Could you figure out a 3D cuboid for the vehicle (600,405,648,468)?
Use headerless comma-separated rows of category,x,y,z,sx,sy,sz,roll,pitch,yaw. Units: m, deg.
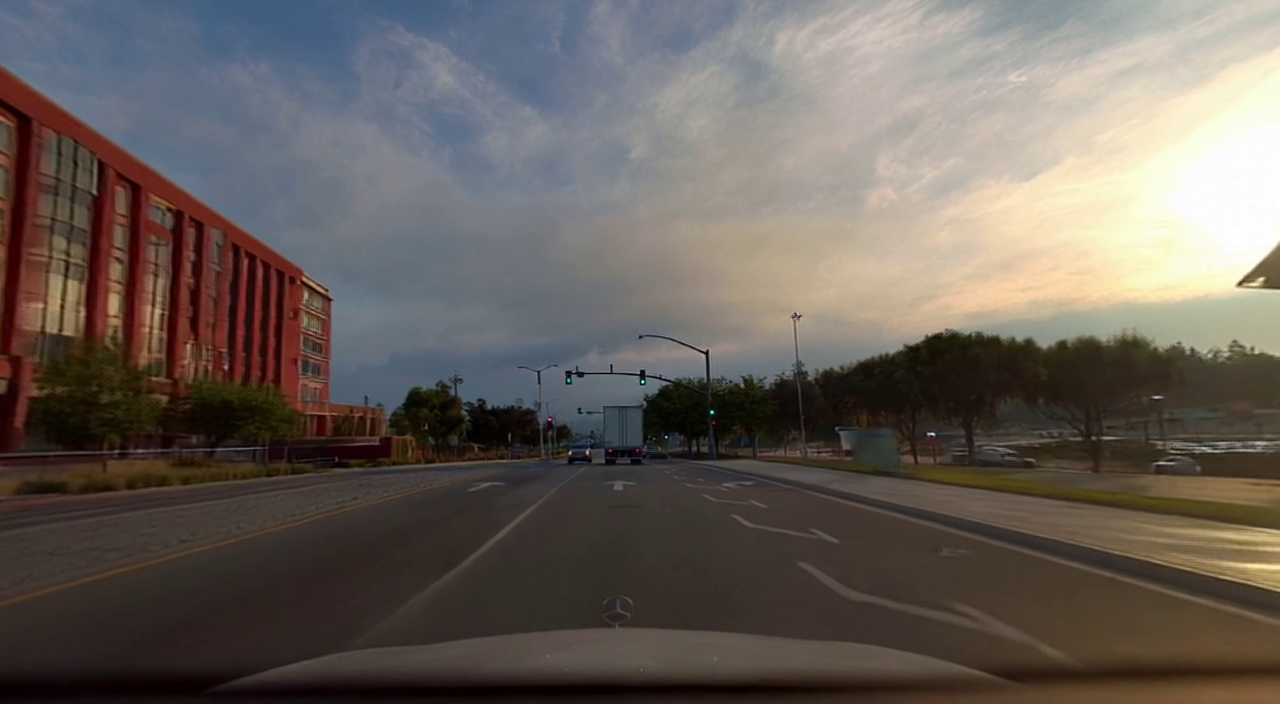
vehicle,-1.046,5.658,42.226,2.876,3.724,9.351,0,-8,-1

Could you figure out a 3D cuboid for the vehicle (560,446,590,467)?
vehicle,-4.869,7.904,47.691,1.917,1.462,3.878,0,-8,-1
